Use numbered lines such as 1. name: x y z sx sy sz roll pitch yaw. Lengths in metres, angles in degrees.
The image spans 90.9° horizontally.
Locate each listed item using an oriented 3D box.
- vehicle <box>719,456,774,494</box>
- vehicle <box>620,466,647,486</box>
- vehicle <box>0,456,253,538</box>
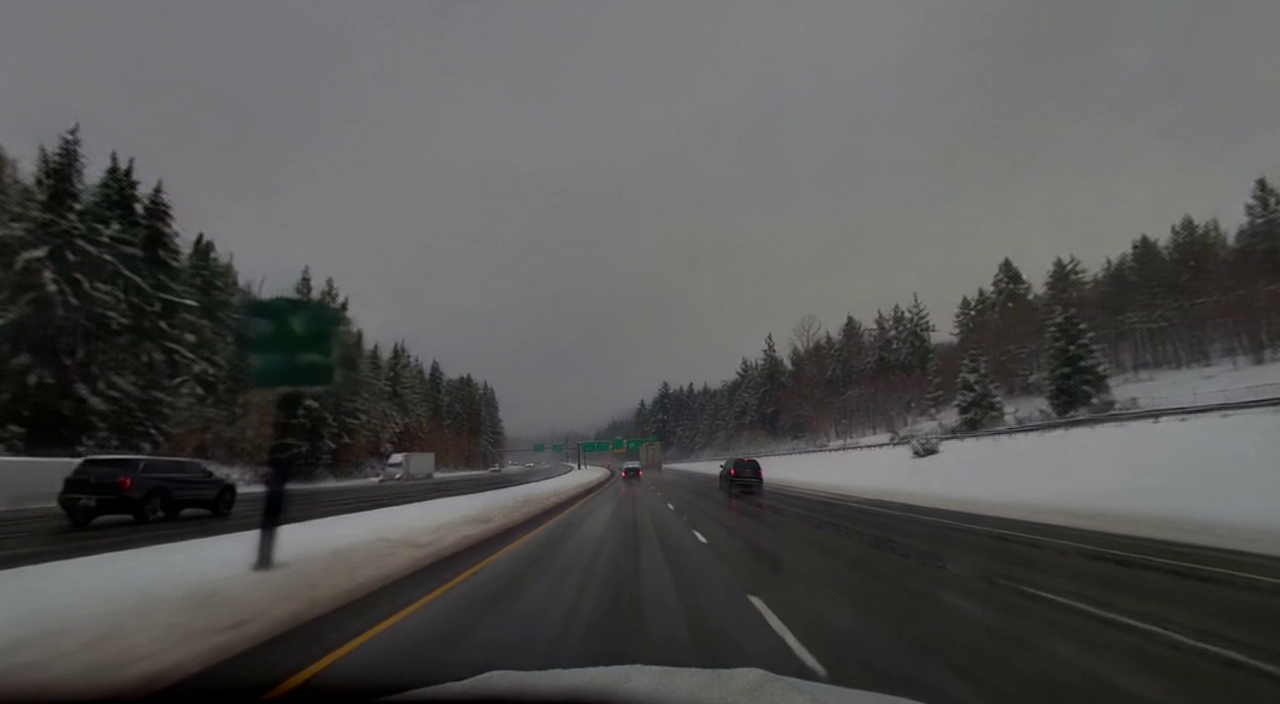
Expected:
1. vehicle: 5.419 6.351 32.607 1.998 1.776 4.663 1 -10 -1
2. vehicle: -0.487 9.578 48.755 1.987 1.467 3.903 1 -10 -1
3. vehicle: -11.983 3.405 15.316 1.952 1.618 4.859 1 -10 1
